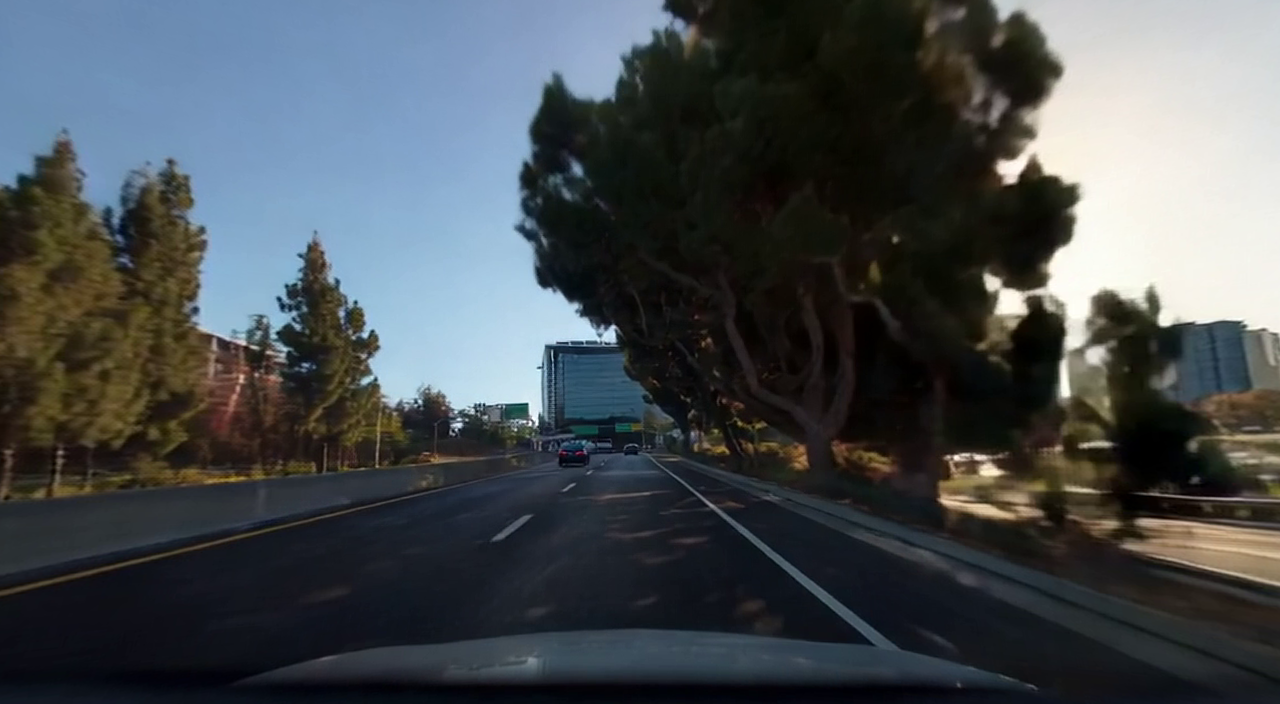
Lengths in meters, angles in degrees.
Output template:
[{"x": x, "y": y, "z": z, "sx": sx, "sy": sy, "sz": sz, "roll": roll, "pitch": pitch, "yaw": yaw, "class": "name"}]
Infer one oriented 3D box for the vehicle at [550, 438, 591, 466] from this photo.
[{"x": -4.047, "y": 5.919, "z": 37.486, "sx": 1.984, "sy": 1.521, "sz": 4.682, "roll": 0, "pitch": -8, "yaw": -1, "class": "vehicle"}]
